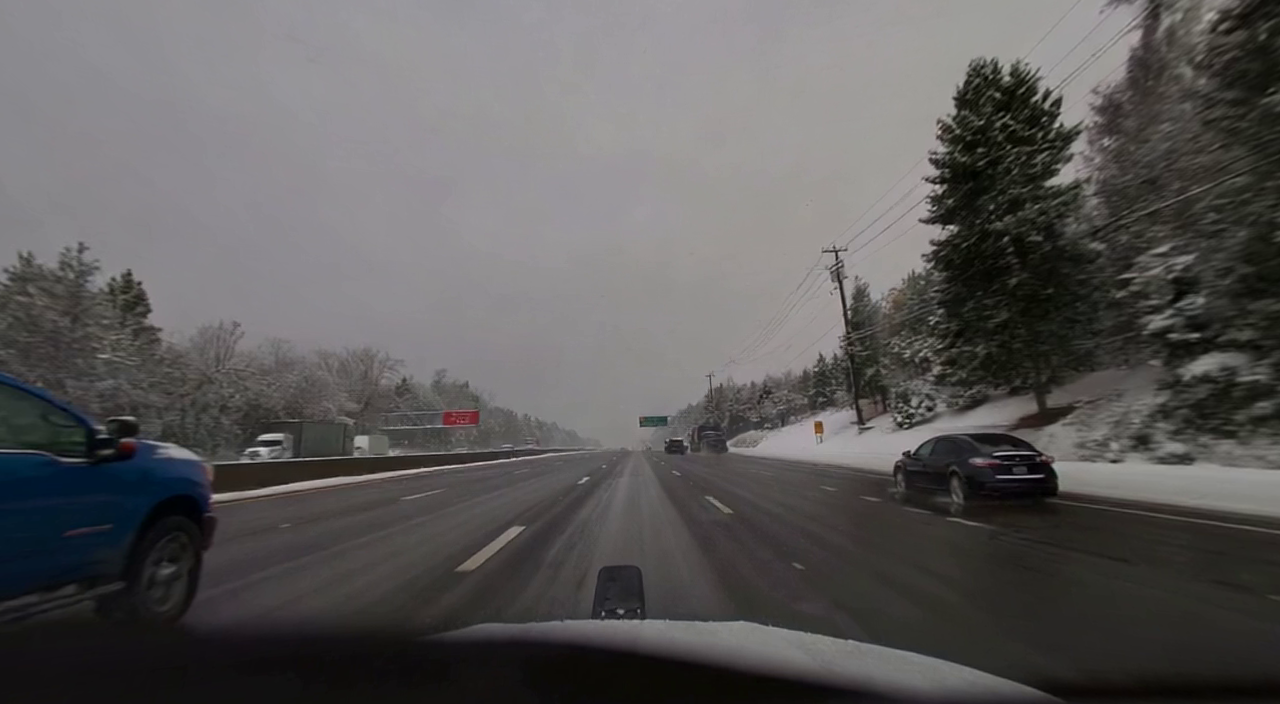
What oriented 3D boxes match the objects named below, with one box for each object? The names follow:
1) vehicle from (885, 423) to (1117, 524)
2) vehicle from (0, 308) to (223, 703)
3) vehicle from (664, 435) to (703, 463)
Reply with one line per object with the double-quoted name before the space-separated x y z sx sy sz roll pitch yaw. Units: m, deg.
"vehicle" 6.806 2.325 12.592 1.976 1.646 4.370 0 -8 -1
"vehicle" -4.557 0.578 1.745 2.508 2.023 6.176 0 -8 1
"vehicle" 3.330 7.571 49.269 2.484 2.024 5.265 0 -8 -1
